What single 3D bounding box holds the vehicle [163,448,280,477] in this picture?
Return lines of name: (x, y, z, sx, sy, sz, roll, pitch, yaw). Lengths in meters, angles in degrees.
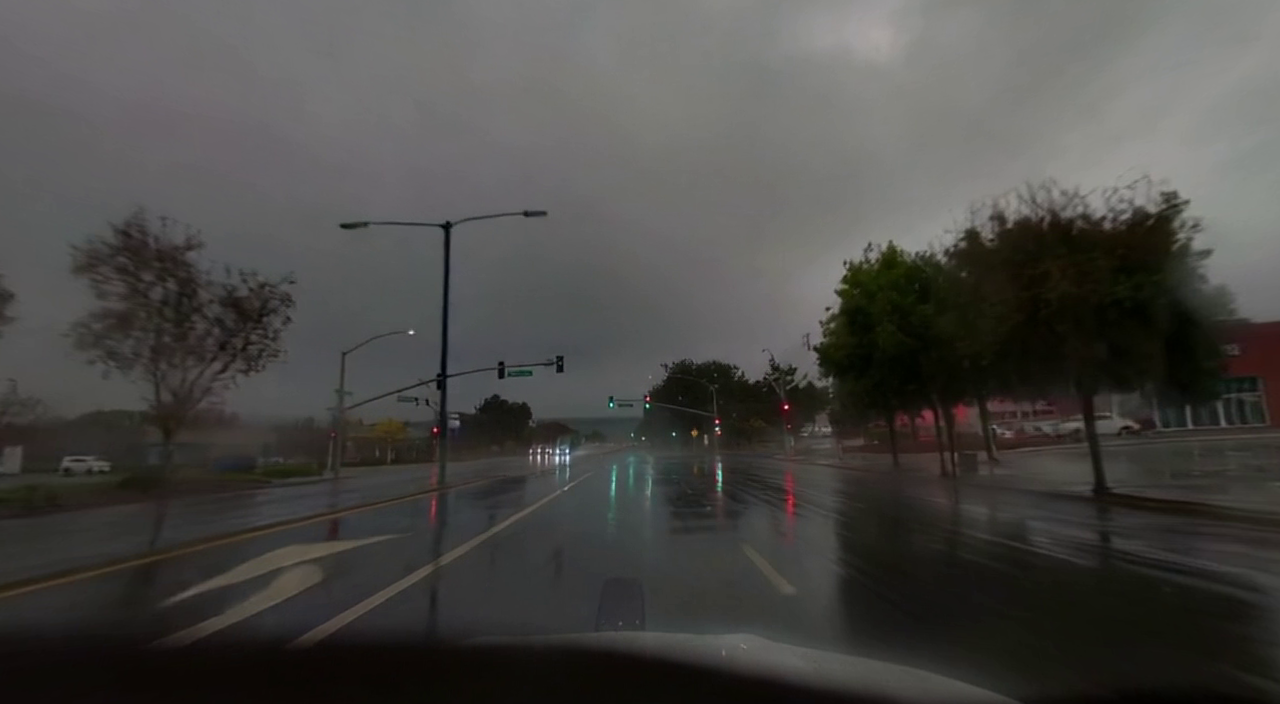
vehicle: (-29.618, 7.827, 44.910, 6.525, 1.890, 2.481, 0, -9, -1)
